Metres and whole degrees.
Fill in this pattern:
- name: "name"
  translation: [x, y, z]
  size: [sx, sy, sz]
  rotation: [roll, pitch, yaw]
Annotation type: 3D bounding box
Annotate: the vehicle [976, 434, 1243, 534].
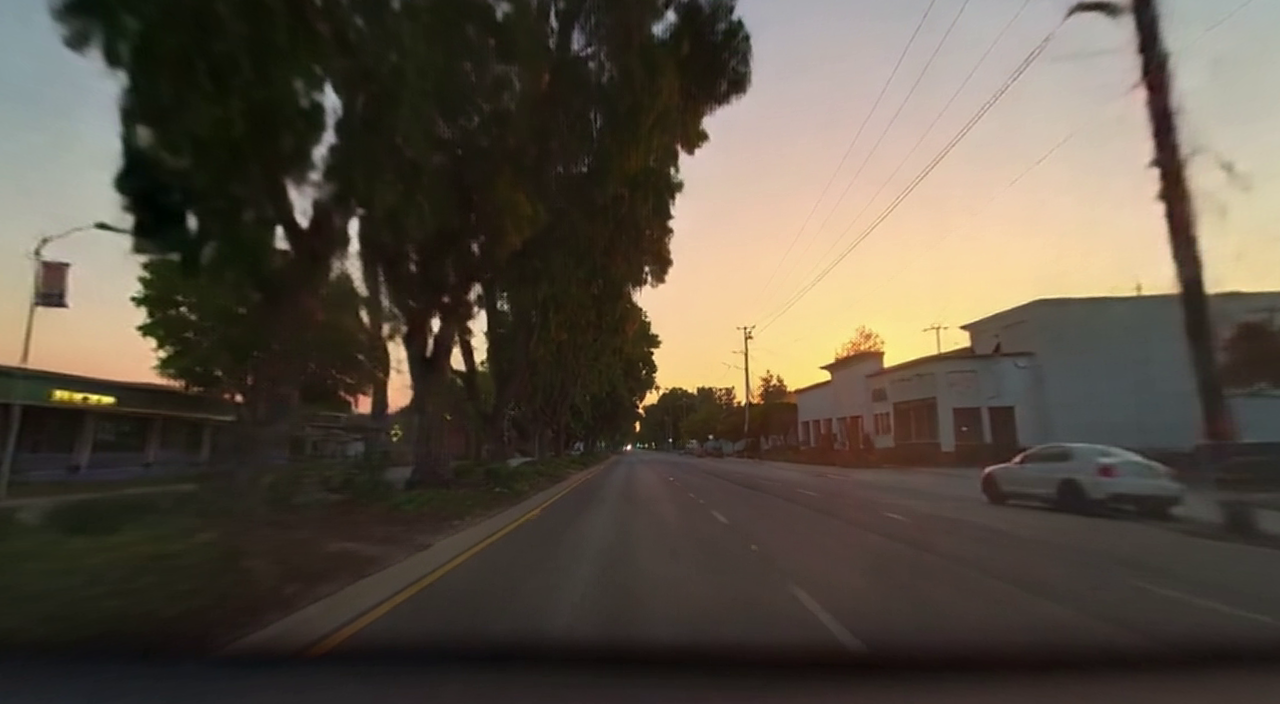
- name: "vehicle"
  translation: [9.659, 2.718, 13.672]
  size: [2.159, 1.767, 4.617]
  rotation: [0, -9, -1]
